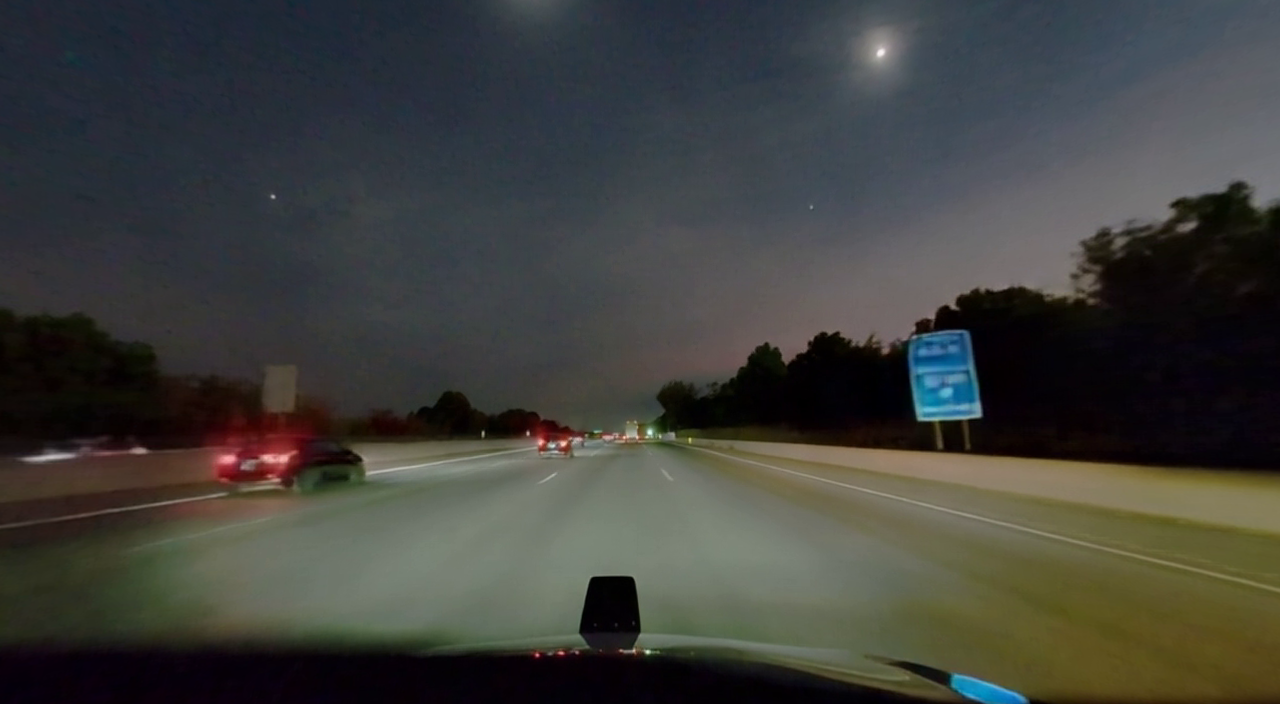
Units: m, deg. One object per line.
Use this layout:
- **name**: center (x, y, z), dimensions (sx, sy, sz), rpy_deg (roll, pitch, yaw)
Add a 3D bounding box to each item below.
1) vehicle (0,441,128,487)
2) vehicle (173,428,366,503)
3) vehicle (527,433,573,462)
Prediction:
- **vehicle**: center (-20.777, 3.876, 22.202), dimensions (2.004, 1.412, 4.131), rpy_deg (0, -7, -1)
- **vehicle**: center (-8.343, 2.550, 14.770), dimensions (1.973, 1.470, 4.270), rpy_deg (0, -7, -1)
- **vehicle**: center (-4.803, 5.121, 34.045), dimensions (1.912, 1.495, 3.703), rpy_deg (0, -7, 0)
